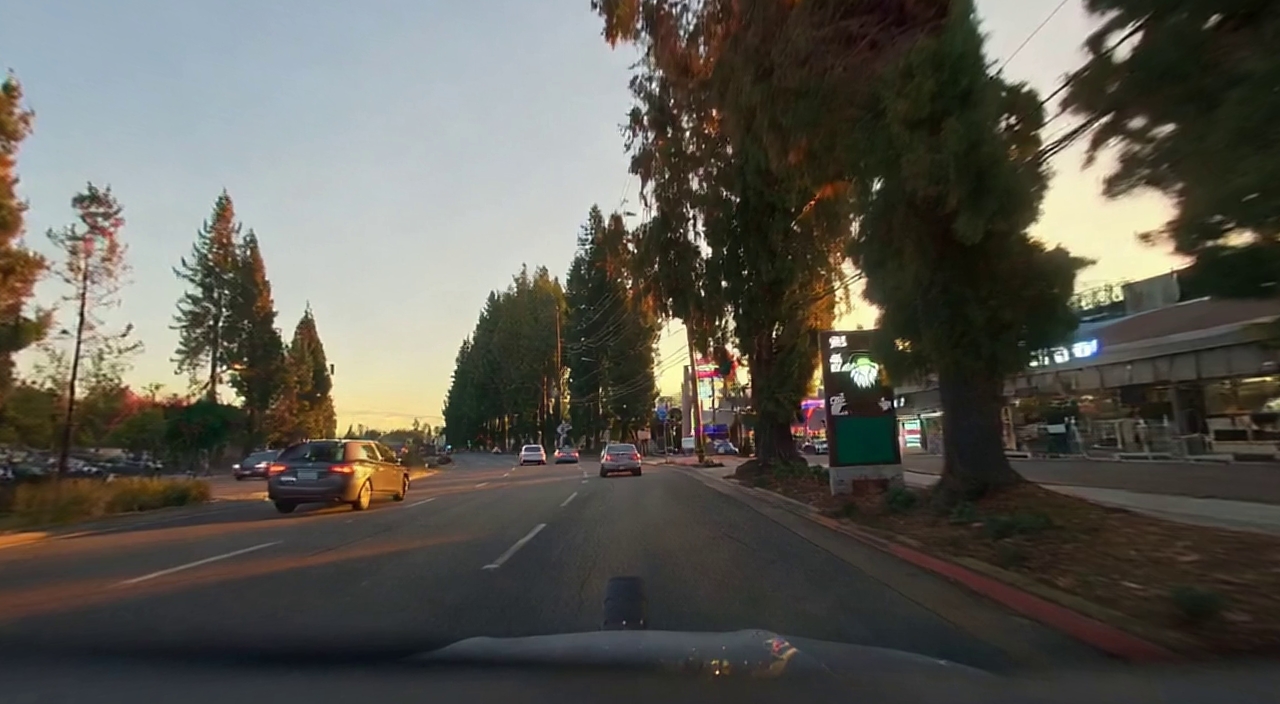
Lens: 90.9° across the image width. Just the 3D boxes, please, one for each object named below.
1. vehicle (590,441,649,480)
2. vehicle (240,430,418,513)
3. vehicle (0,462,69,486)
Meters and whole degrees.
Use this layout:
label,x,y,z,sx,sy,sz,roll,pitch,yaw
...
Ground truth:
label,x,y,z,sx,sy,sz,roll,pitch,yaw
vehicle,-0.939,4.524,26.553,2.130,1.476,4.453,1,-9,-6
vehicle,-7.472,2.911,15.831,2.195,1.752,4.515,0,-8,-1
vehicle,-47.514,9.451,48.839,4.311,1.683,1.984,1,-9,-7
